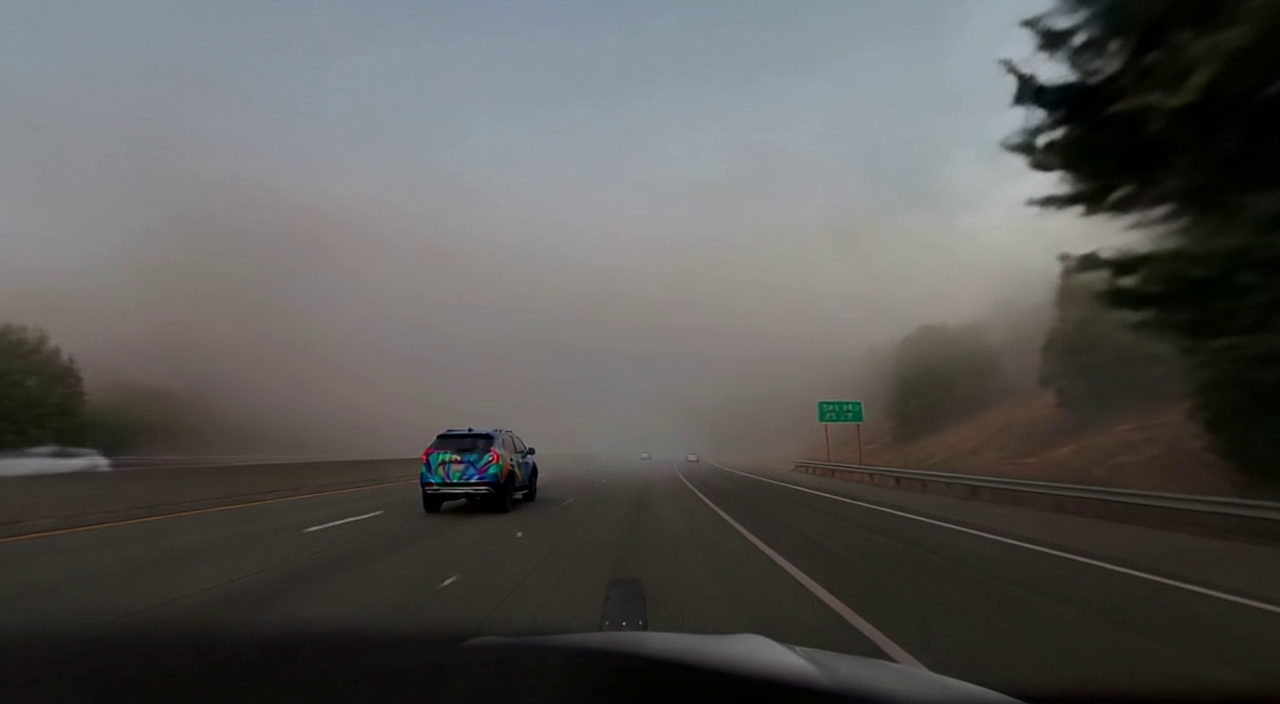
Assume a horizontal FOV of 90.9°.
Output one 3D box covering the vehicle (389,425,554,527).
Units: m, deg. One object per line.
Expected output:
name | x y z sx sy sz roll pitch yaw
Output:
vehicle | -3.359 2.587 13.779 2.183 1.803 4.685 -1 -8 2
